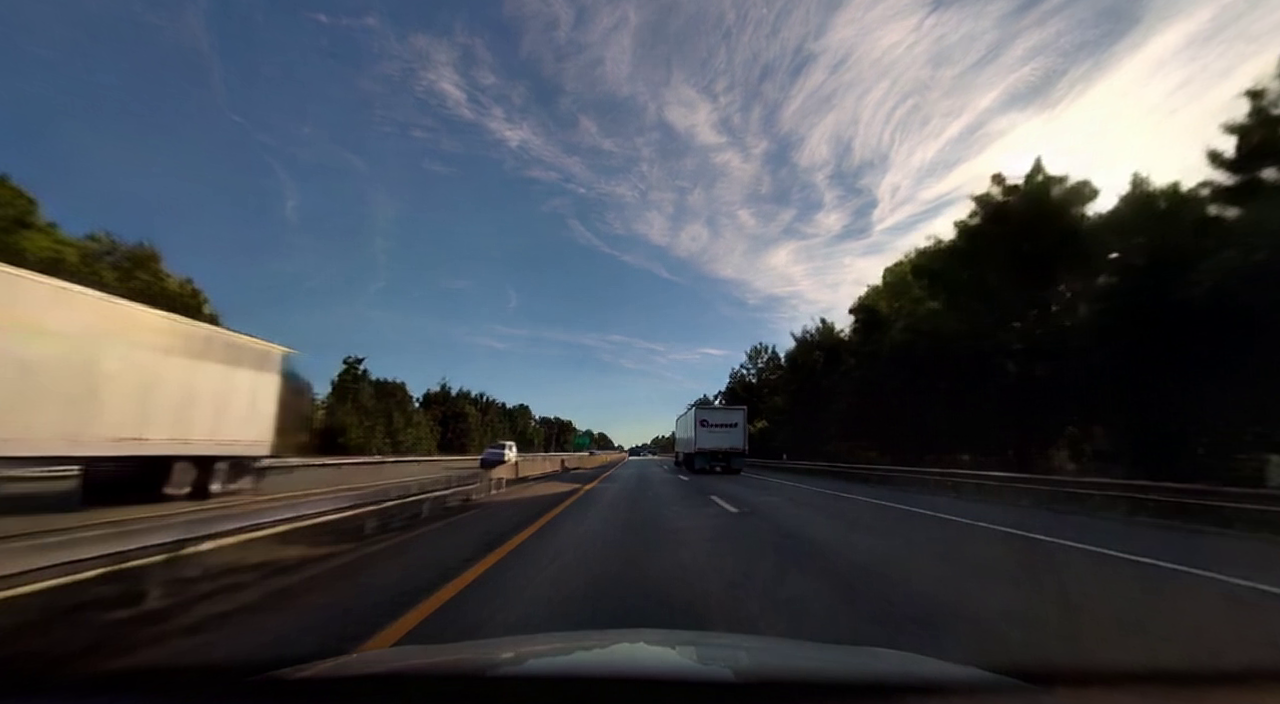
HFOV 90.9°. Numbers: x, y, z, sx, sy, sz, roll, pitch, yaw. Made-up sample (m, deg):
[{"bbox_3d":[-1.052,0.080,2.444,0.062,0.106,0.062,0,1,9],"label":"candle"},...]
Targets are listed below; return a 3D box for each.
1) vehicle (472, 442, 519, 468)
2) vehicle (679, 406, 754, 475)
[{"bbox_3d":[-9.022,6.462,39.696,1.935,1.558,4.214,0,-9,0],"label":"vehicle"},{"bbox_3d":[4.132,5.258,36.927,2.876,3.419,11.591,0,-9,0],"label":"vehicle"}]
